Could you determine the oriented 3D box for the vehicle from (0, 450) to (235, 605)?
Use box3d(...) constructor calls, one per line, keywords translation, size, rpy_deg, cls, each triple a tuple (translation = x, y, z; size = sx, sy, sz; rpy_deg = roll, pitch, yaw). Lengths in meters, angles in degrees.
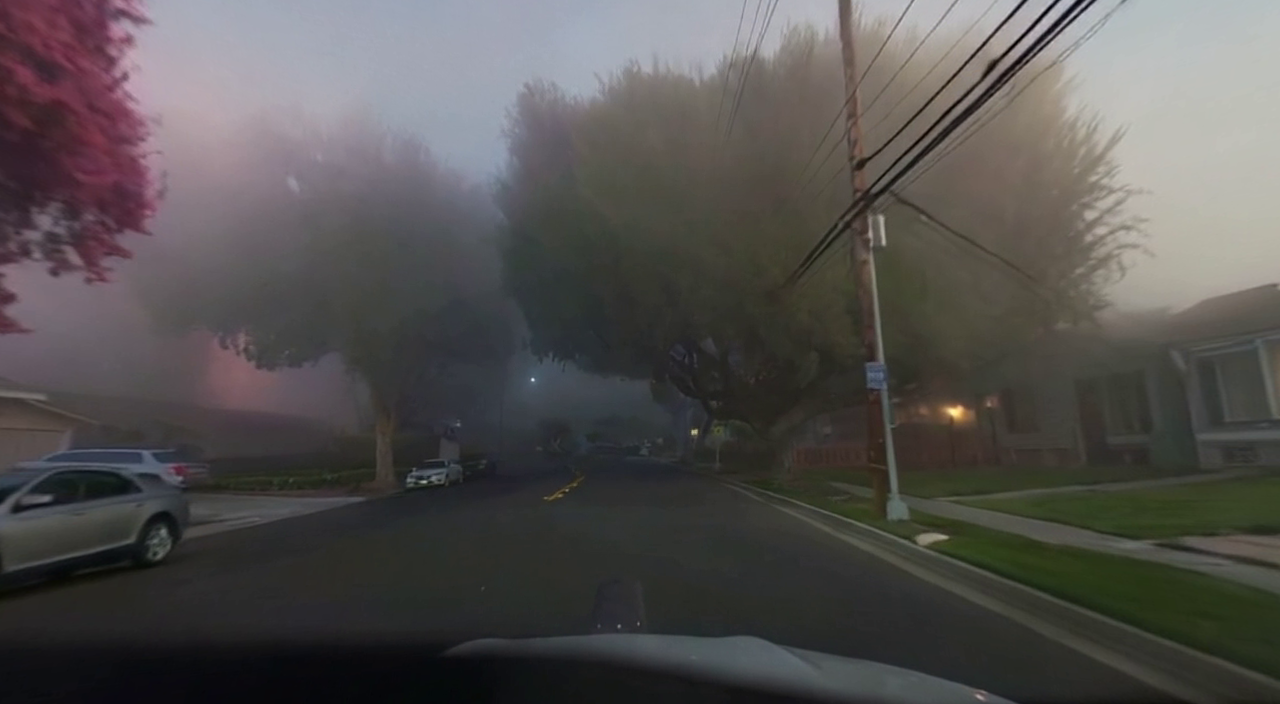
box3d(translation=(-7.202, 1.928, 7.490), size=(1.896, 1.484, 4.298), rpy_deg=(0, -9, 1), cls="vehicle")
